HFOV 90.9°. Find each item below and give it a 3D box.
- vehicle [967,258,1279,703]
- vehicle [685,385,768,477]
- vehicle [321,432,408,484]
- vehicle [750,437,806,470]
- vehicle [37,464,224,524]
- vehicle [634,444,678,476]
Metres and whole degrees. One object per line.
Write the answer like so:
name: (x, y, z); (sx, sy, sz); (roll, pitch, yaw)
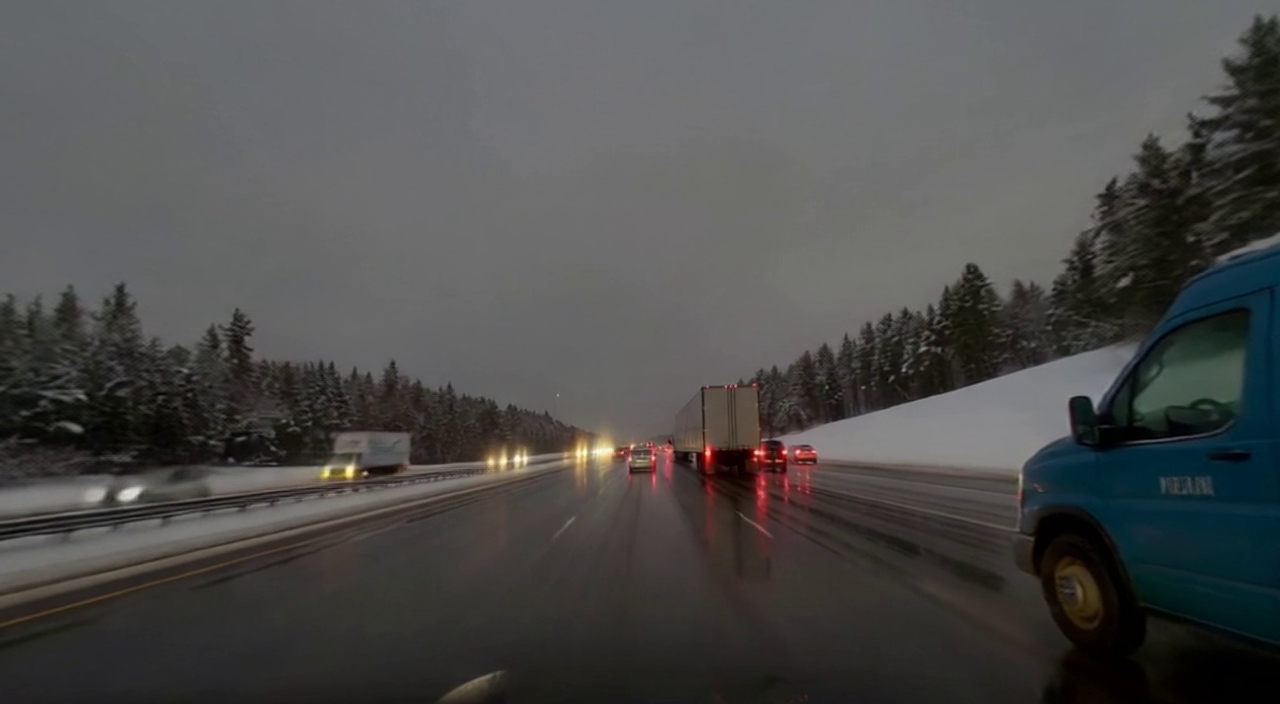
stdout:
vehicle: (3.770, 0.546, 1.890); (2.441, 2.017, 5.739); (0, -9, 0)
vehicle: (4.330, 4.489, 34.611); (2.821, 4.077, 12.562); (0, -9, 0)
vehicle: (-19.173, 7.409, 44.442); (2.785, 3.296, 6.892); (0, -9, 1)
vehicle: (7.860, 5.844, 36.365); (2.144, 1.769, 4.540); (0, -9, -1)
vehicle: (-15.557, 4.332, 19.703); (1.865, 1.500, 4.707); (0, -9, 1)
vehicle: (0.728, 5.434, 31.898); (2.063, 1.469, 4.208); (0, -9, 0)
